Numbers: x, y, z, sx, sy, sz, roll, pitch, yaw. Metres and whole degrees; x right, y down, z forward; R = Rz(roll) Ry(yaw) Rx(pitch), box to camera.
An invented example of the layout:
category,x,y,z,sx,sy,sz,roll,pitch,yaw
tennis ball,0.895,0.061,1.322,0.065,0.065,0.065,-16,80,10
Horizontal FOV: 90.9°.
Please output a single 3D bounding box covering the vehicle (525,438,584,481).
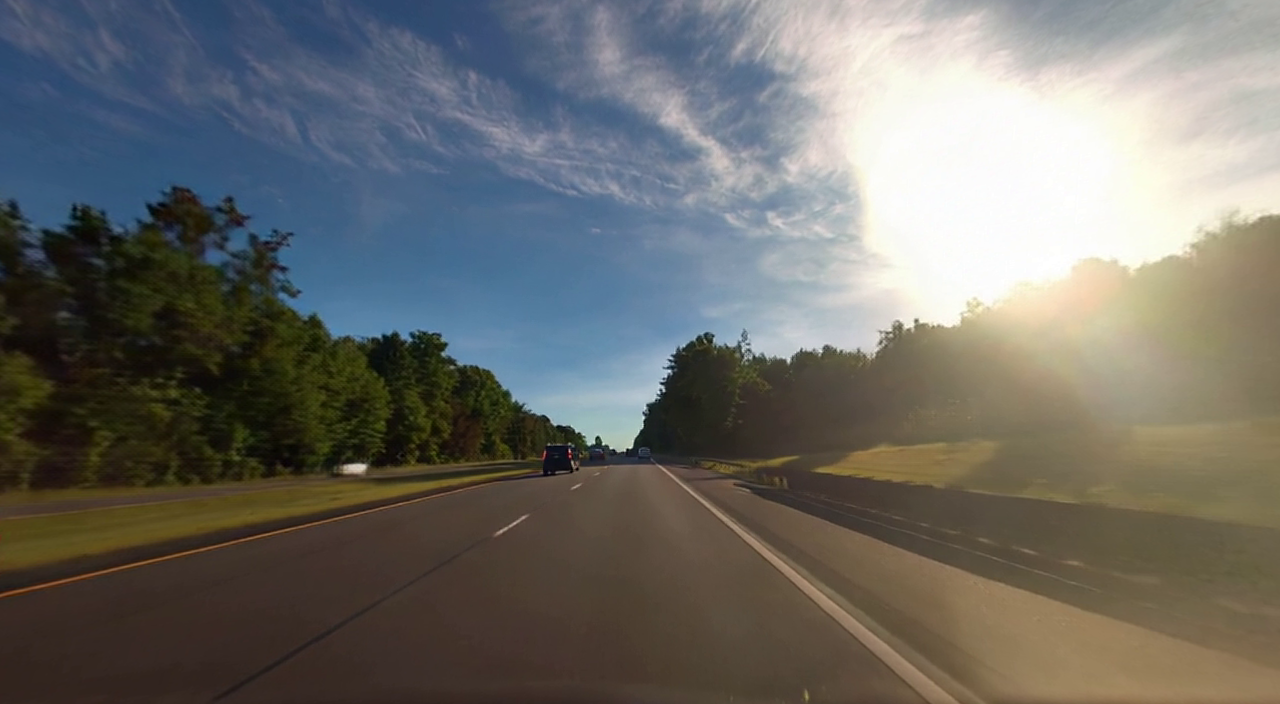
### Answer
category,x,y,z,sx,sy,sz,roll,pitch,yaw
vehicle,-3.876,4.949,29.315,2.056,1.811,4.202,0,-9,1
